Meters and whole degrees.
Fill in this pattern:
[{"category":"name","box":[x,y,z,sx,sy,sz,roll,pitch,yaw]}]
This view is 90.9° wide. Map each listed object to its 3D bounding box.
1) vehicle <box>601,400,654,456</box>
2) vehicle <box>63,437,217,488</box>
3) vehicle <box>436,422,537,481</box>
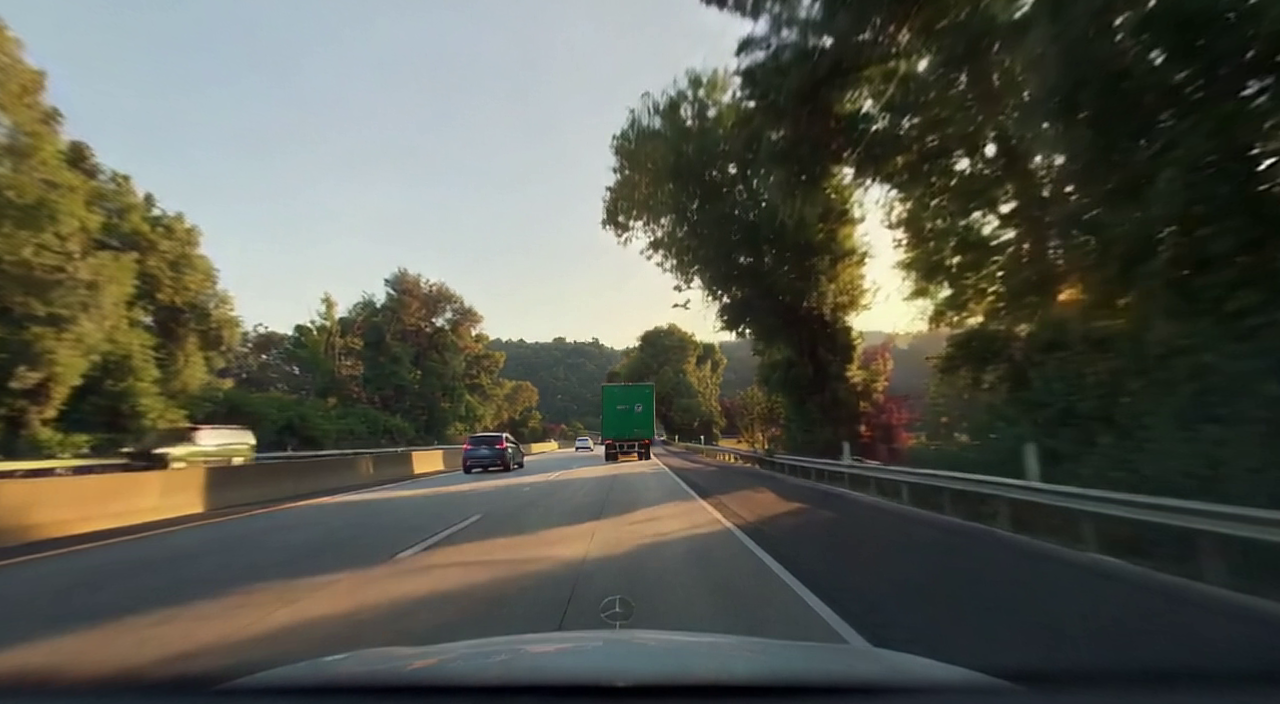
[{"category":"vehicle","box":[-0.584,3.480,28.630,2.319,2.461,1.270,1,-8,-3]},{"category":"vehicle","box":[-18.022,3.959,23.058,2.024,1.664,4.381,0,-8,0]},{"category":"vehicle","box":[-4.853,3.218,20.636,2.138,1.697,4.587,0,-8,0]}]
